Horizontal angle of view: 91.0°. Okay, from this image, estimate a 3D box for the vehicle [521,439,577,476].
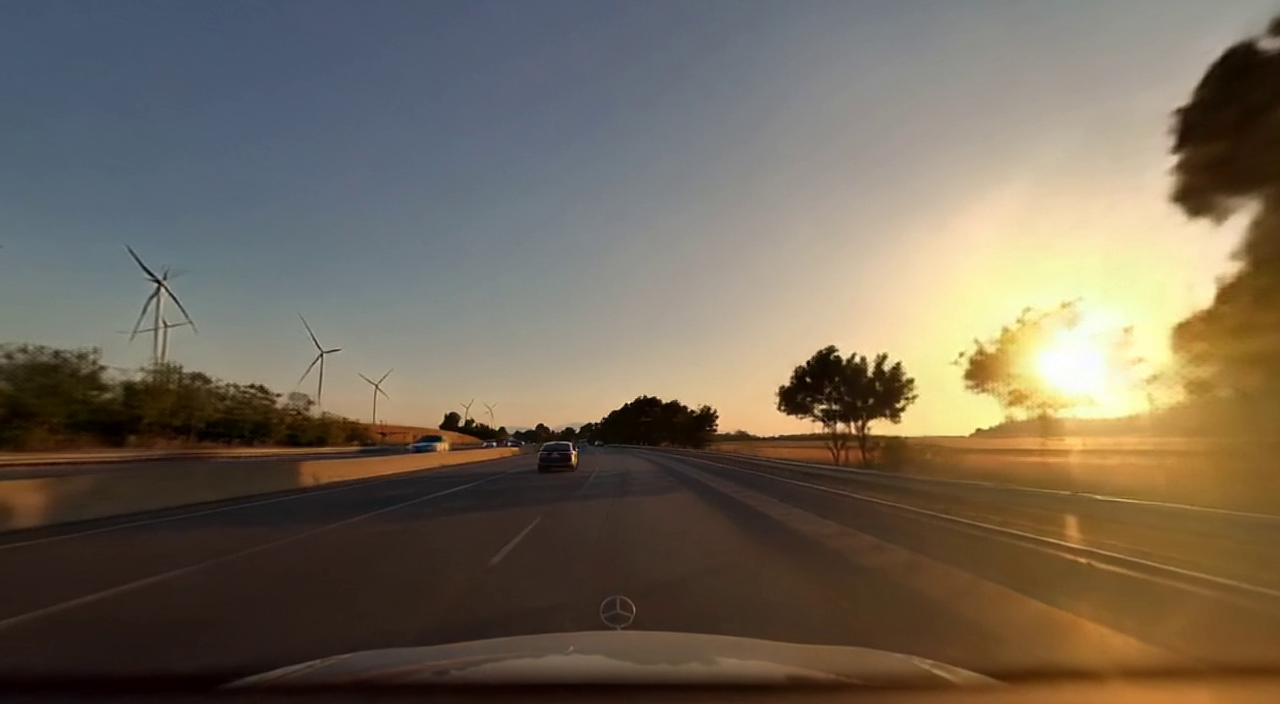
[{"bbox_3d":[-4.012,4.725,28.533,2.053,1.549,4.097,0,-8,-2],"label":"vehicle"}]
